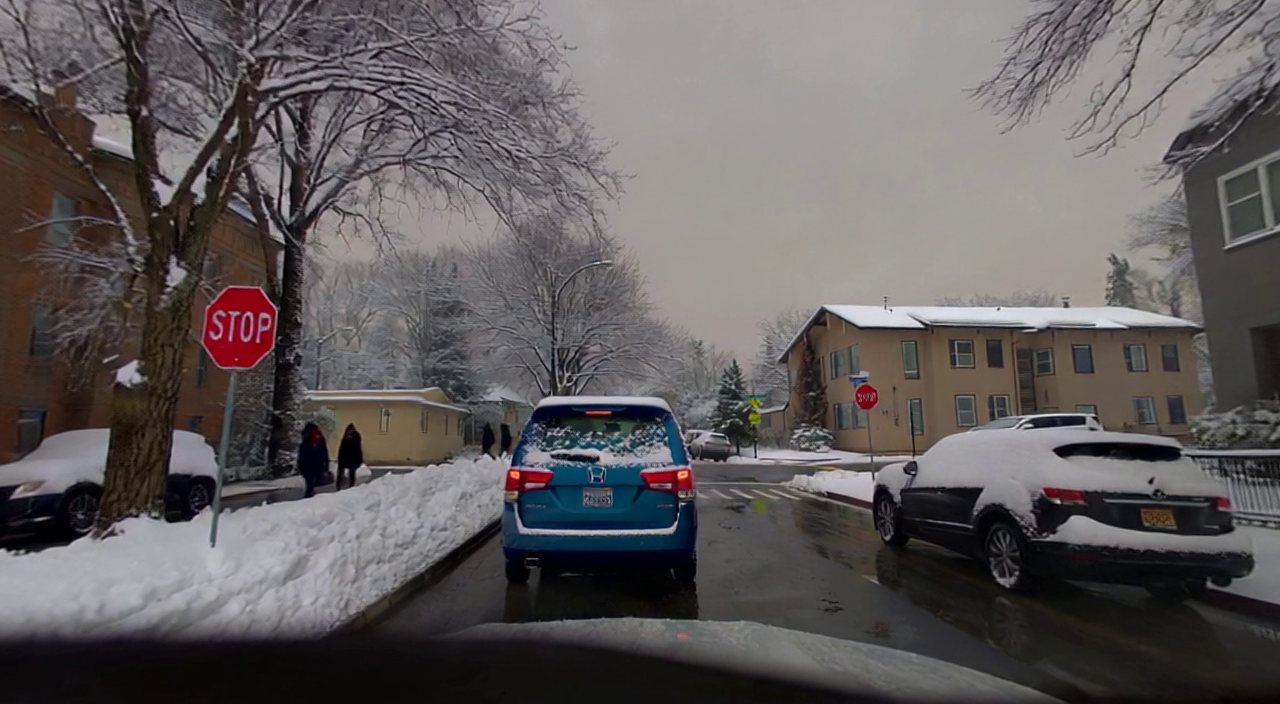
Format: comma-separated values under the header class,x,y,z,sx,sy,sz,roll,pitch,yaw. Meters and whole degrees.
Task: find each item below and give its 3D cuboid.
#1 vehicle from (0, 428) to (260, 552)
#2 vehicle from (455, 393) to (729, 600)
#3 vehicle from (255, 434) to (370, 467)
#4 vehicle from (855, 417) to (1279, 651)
class,x,y,z,sx,sy,sz,roll,pitch,yaw
vehicle,-8.293,2.021,10.056,1.825,1.532,4.083,-3,-7,2
vehicle,-0.423,1.599,7.884,2.377,1.787,4.652,0,-8,0
vehicle,-15.440,4.675,29.845,4.387,1.495,1.811,1,-8,-3
vehicle,4.218,1.681,6.908,1.959,1.581,4.731,4,-9,-2
